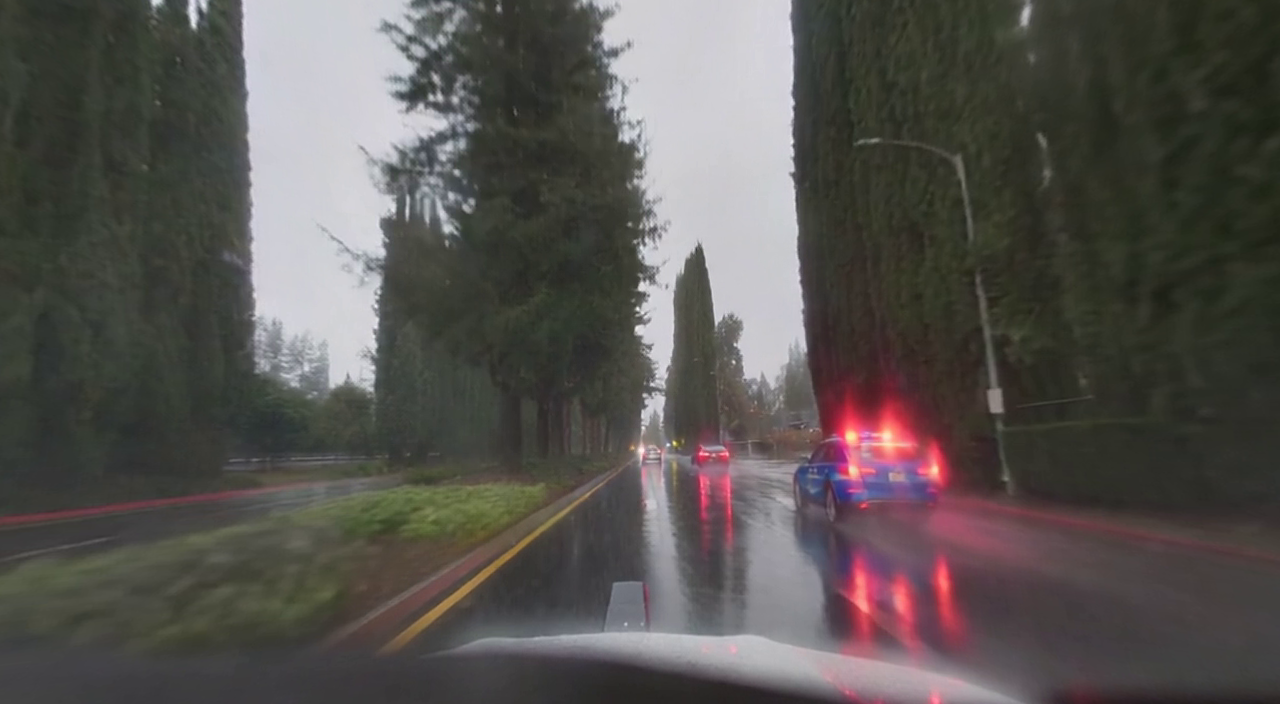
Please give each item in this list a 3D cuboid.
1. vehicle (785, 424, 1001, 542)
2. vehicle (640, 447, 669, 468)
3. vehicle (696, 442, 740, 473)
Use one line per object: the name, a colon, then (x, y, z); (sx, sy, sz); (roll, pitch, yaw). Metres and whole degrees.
vehicle: (4.038, 2.145, 10.983); (2.052, 1.639, 4.123); (0, -8, 0)
vehicle: (1.043, 7.751, 46.454); (2.026, 1.466, 4.282); (0, -8, 1)
vehicle: (4.561, 6.224, 37.405); (2.110, 1.666, 3.912); (0, -8, 0)
